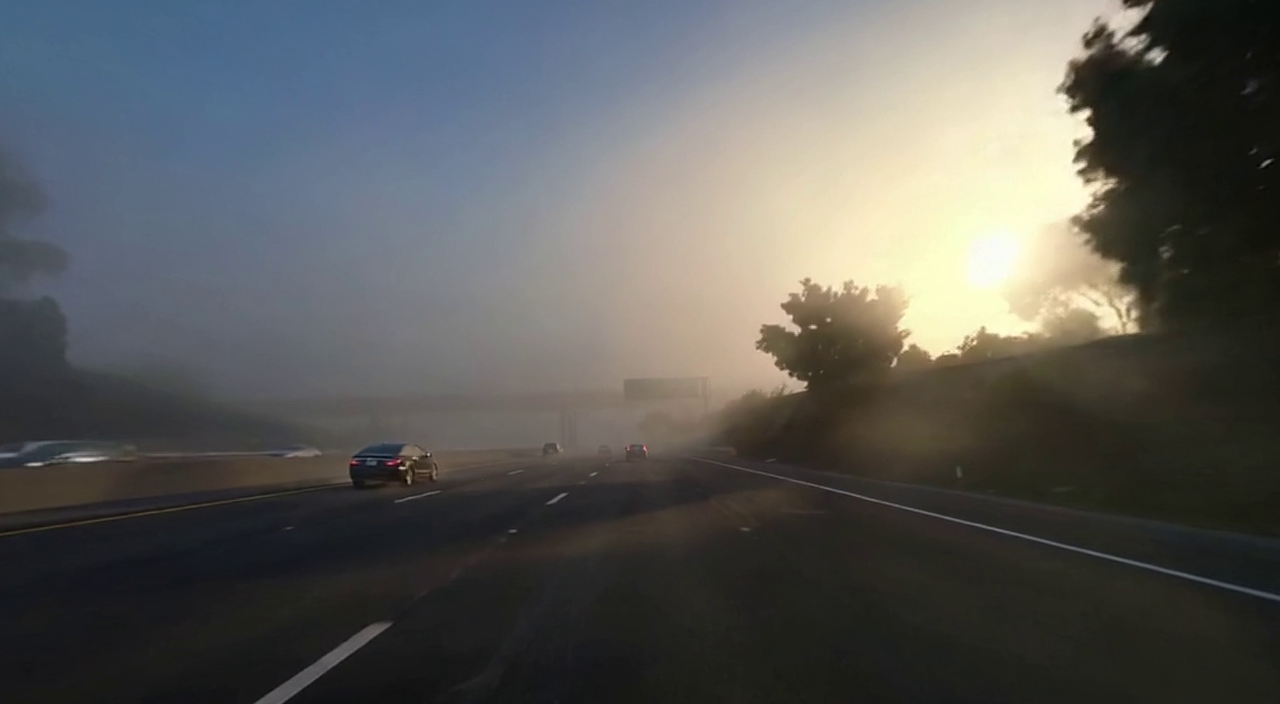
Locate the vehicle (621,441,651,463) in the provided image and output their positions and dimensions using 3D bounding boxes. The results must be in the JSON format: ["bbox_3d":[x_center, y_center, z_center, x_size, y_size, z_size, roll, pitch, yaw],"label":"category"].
[{"bbox_3d":[-0.318,7.403,46.968,2.086,1.472,4.168,0,-8,-1],"label":"vehicle"}]

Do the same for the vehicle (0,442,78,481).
[{"bbox_3d":[-28.444,4.943,28.616,1.990,1.650,4.403,0,-9,0],"label":"vehicle"}]

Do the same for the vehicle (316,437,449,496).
[{"bbox_3d":[-7.370,3.316,18.737,1.994,1.487,4.605,0,-8,0],"label":"vehicle"}]
